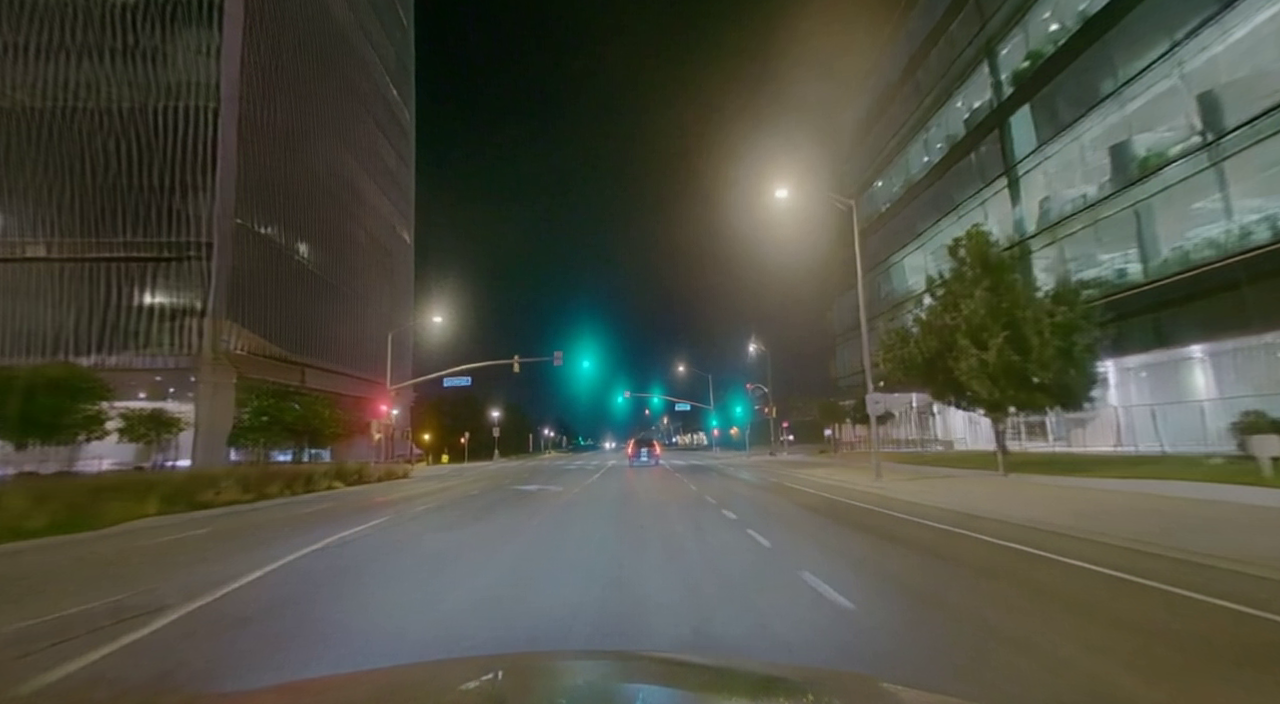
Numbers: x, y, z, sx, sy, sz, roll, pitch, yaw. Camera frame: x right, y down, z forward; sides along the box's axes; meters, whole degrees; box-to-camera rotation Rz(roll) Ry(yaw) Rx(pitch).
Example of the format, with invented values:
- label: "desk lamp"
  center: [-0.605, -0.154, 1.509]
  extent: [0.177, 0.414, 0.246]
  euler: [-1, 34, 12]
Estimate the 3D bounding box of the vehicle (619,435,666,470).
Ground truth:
- label: "vehicle"
  center: [0.100, 4.997, 31.427]
  extent: [2.184, 1.640, 4.086]
  euler: [0, -9, -1]
